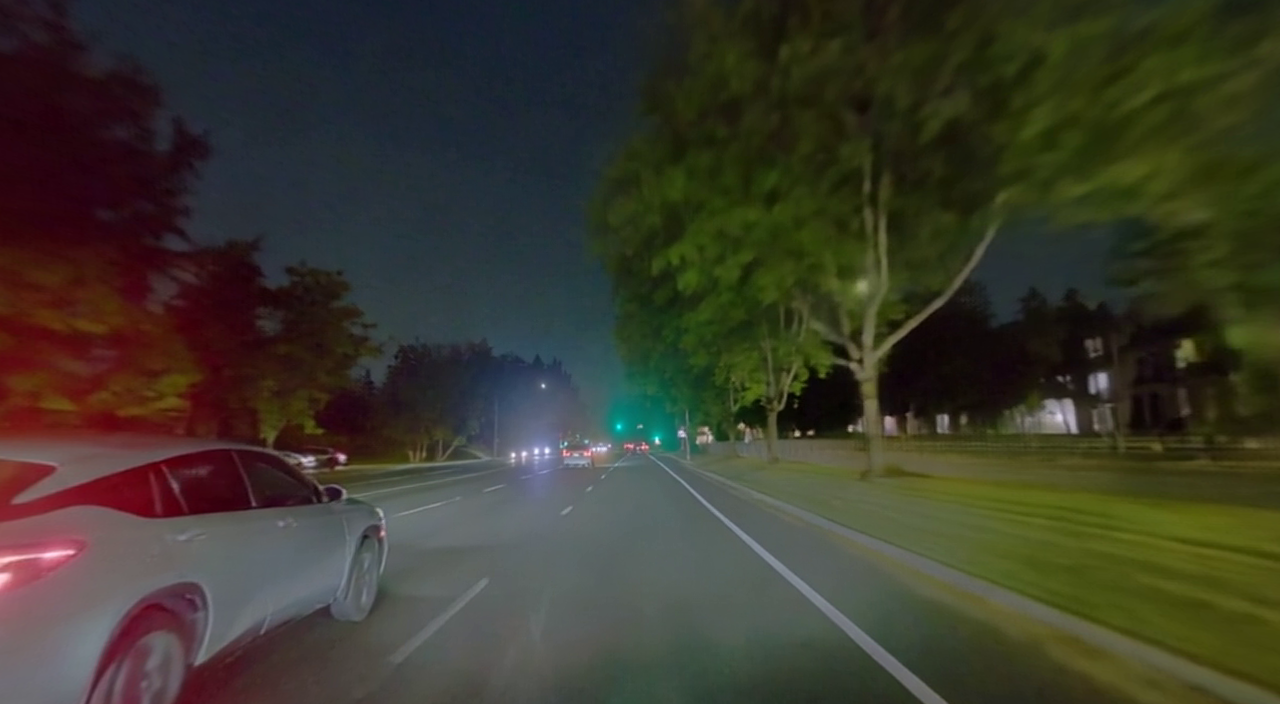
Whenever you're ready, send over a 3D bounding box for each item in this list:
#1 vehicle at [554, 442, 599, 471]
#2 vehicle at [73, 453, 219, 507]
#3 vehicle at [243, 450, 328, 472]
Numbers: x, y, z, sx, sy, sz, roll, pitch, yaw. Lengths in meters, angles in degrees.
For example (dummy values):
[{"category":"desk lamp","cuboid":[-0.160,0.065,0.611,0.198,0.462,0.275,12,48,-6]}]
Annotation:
[{"category":"vehicle","cuboid":[-3.364,5.638,34.192,1.992,1.447,4.044,0,-8,0]},{"category":"vehicle","cuboid":[-17.623,4.534,22.878,1.900,1.474,4.431,-4,-7,-2]},{"category":"vehicle","cuboid":[-24.991,7.718,44.672,4.743,1.482,2.164,-1,-8,4]}]
